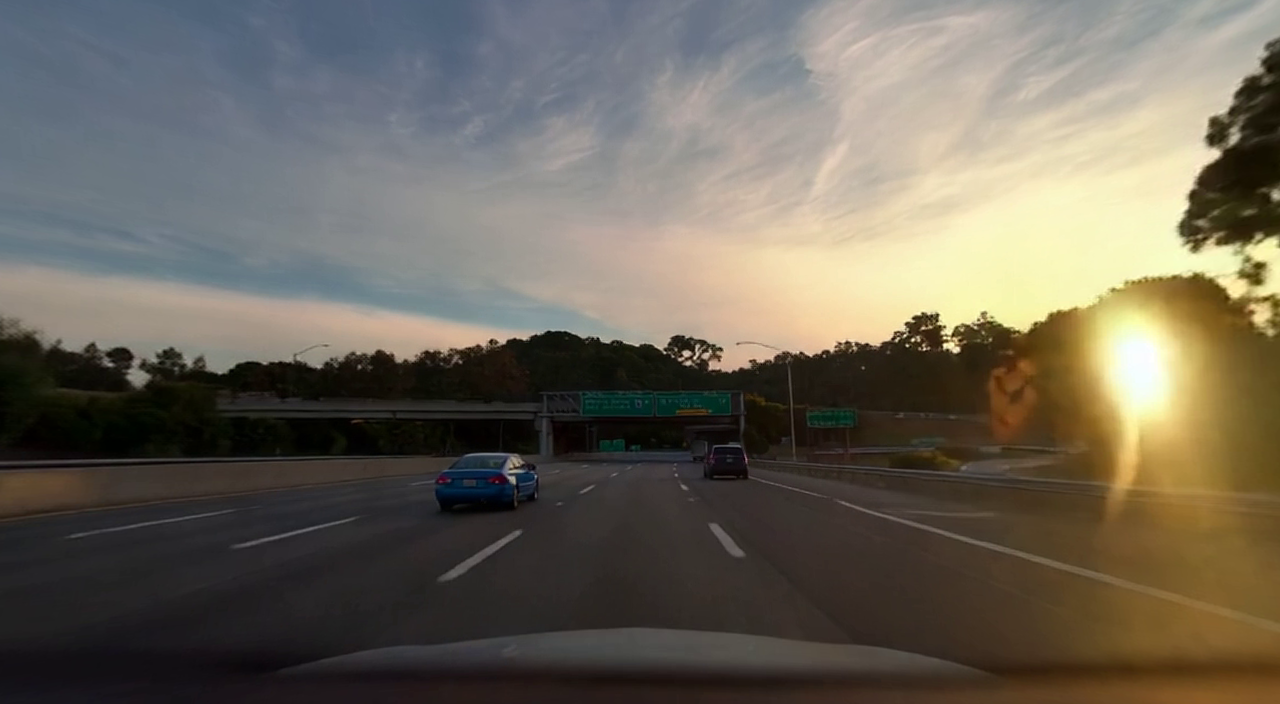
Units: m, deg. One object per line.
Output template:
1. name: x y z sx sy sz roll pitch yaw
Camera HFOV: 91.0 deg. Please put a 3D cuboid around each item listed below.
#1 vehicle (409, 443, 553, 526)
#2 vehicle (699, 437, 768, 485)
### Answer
1. vehicle: -3.216 2.772 13.753 1.937 1.490 4.372 0 -9 1
2. vehicle: 3.835 4.589 26.665 2.225 1.833 4.340 0 -9 0
